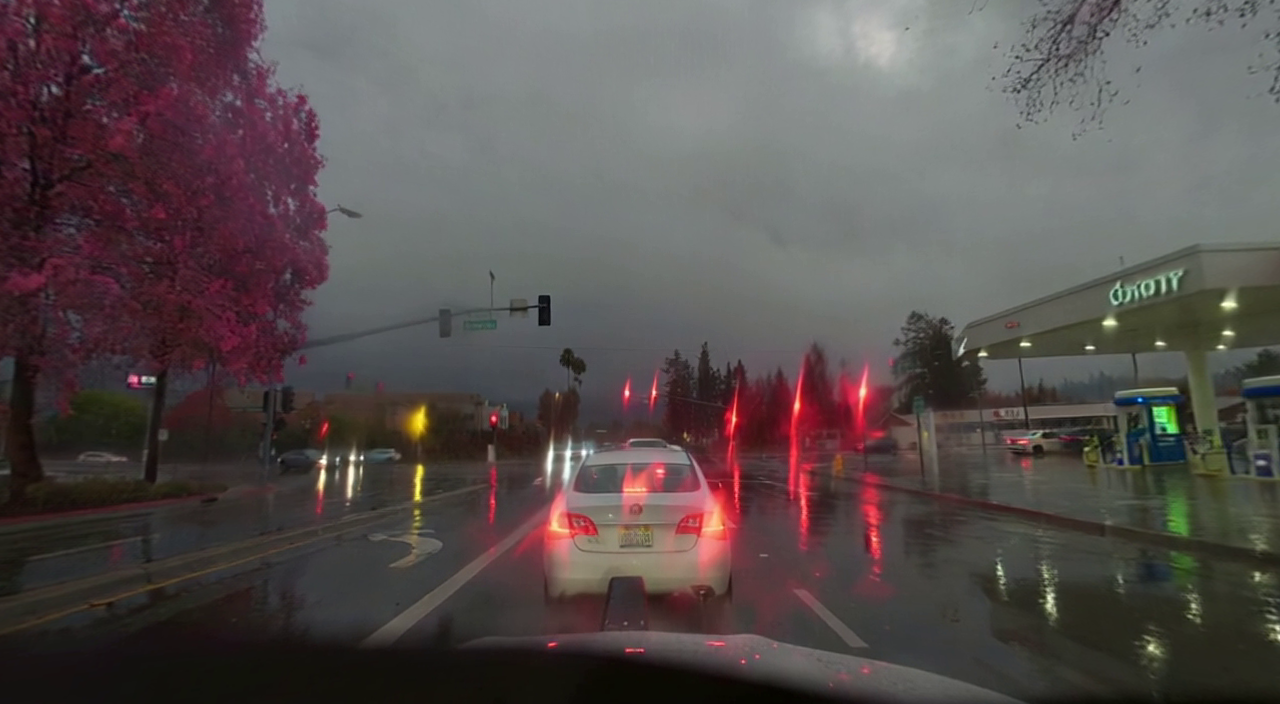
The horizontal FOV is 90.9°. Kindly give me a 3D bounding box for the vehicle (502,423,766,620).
[{"bbox_3d":[-0.049,1.597,6.906,2.010,1.482,4.057,0,-8,0],"label":"vehicle"}]

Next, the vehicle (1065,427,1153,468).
[{"bbox_3d":[18.587,3.759,24.904,4.091,1.495,2.053,8,-12,-44],"label":"vehicle"}]
